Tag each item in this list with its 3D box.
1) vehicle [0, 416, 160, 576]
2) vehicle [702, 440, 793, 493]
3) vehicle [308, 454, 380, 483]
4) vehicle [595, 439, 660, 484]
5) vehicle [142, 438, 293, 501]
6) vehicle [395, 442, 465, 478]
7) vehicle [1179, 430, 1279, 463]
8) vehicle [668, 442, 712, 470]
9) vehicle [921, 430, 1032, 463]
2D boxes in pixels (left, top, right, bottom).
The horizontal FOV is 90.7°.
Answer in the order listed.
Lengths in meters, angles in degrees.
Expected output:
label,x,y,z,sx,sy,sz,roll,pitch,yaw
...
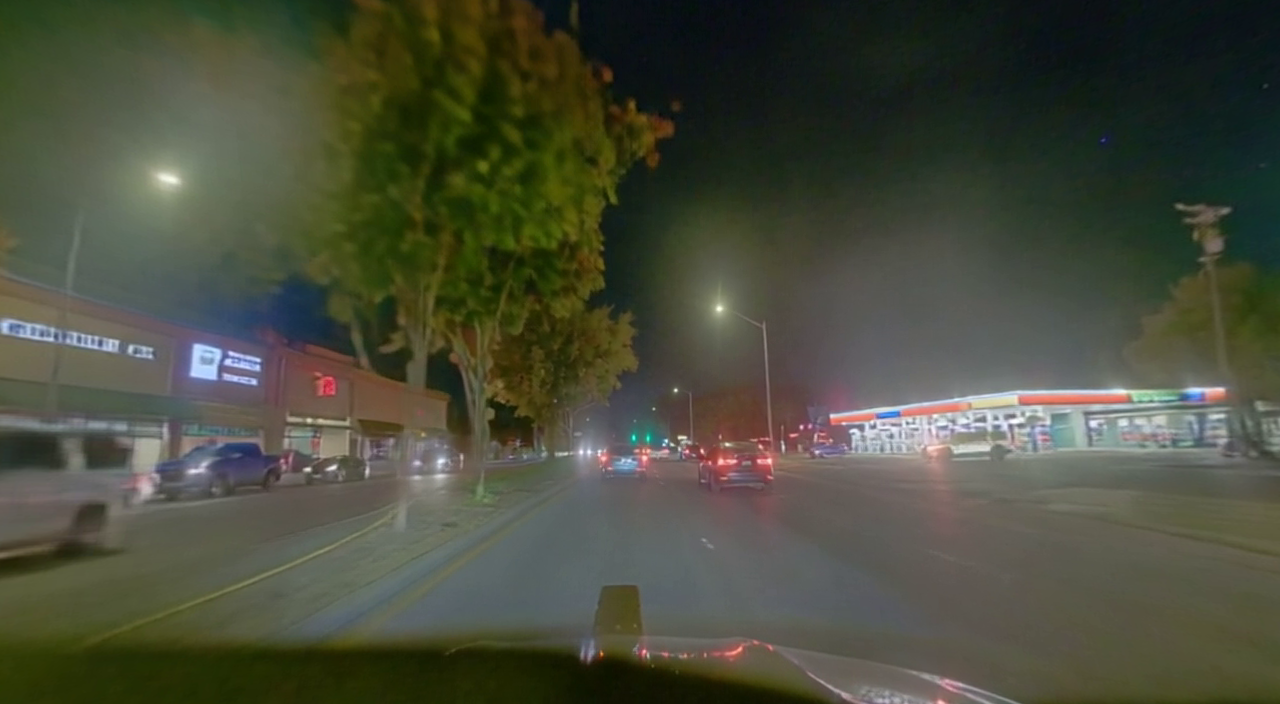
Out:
label,x,y,z,sx,sy,sz,roll,pitch,yaw
vehicle,-8.203,1.611,7.059,2.273,1.748,4.379,0,-9,-1
vehicle,3.278,3.589,20.199,2.060,1.471,4.168,0,-9,-2
vehicle,-15.728,6.183,33.857,1.826,1.396,4.274,0,-9,-1
vehicle,-0.468,4.116,24.028,2.232,1.508,4.319,0,-9,-1
vehicle,-15.410,4.257,23.555,2.184,1.965,5.078,-2,-8,-1
vehicle,-11.278,5.816,34.416,2.233,1.799,4.700,0,-9,0
vehicle,27.864,4.329,29.023,4.478,1.450,1.968,0,-9,-3
vehicle,2.833,6.018,36.814,2.098,1.527,3.966,0,-9,-2
vehicle,19.006,5.375,35.887,4.948,1.733,2.296,0,-9,-2
